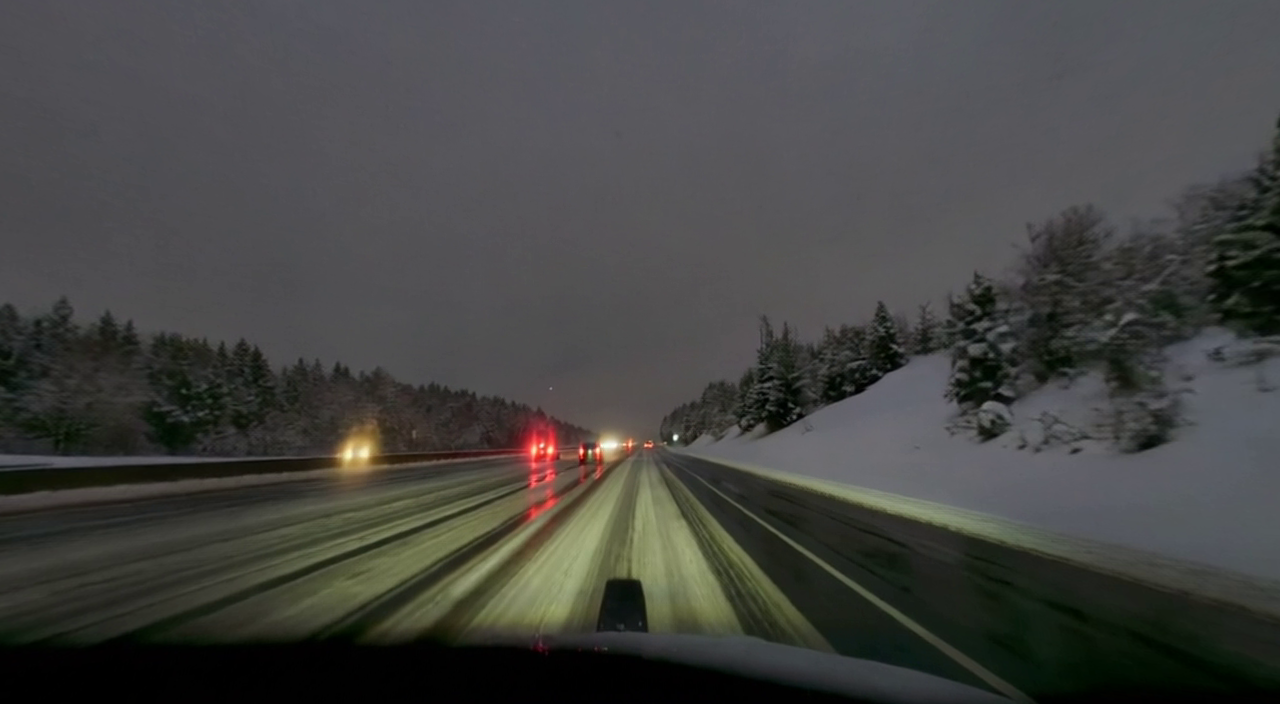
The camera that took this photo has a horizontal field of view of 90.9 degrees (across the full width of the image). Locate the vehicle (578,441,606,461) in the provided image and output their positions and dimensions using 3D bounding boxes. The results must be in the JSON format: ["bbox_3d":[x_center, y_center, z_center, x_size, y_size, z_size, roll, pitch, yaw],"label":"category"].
[{"bbox_3d":[-3.568,7.470,47.724,1.786,1.488,4.023,0,-8,0],"label":"vehicle"}]
